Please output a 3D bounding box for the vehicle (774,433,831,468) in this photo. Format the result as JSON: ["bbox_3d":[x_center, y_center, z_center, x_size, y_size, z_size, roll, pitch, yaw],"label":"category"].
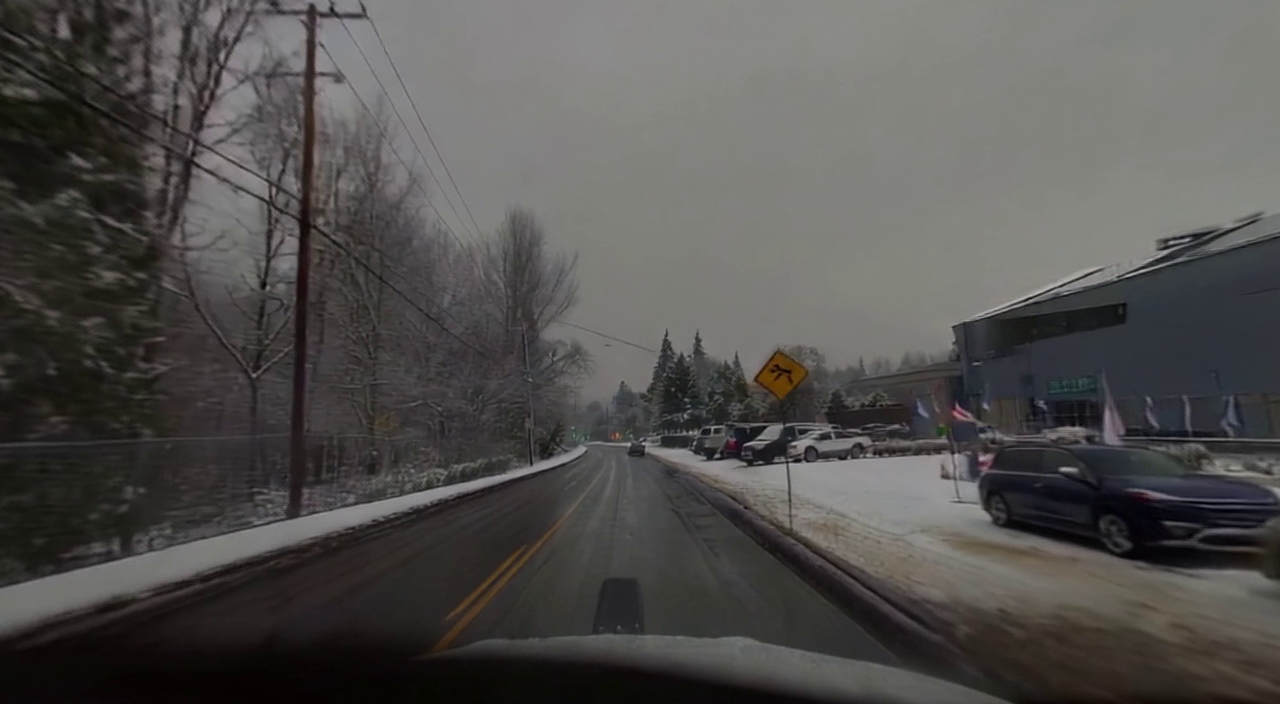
[{"bbox_3d":[8.511,5.230,33.367,1.924,1.713,4.627,-1,-9,2],"label":"vehicle"}]

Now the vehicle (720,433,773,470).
[{"bbox_3d":[5.718,5.389,34.151,1.977,1.860,4.237,0,-9,-2],"label":"vehicle"}]

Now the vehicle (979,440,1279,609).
[{"bbox_3d":[7.055,2.160,8.959,1.961,1.648,4.260,-1,-7,-1],"label":"vehicle"}]

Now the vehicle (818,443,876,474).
[{"bbox_3d":[11.011,5.684,33.731,1.819,1.494,3.834,0,-9,1],"label":"vehicle"}]

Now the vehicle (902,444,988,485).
[{"bbox_3d":[11.850,4.363,24.667,1.666,1.476,3.216,0,-9,-1],"label":"vehicle"}]
